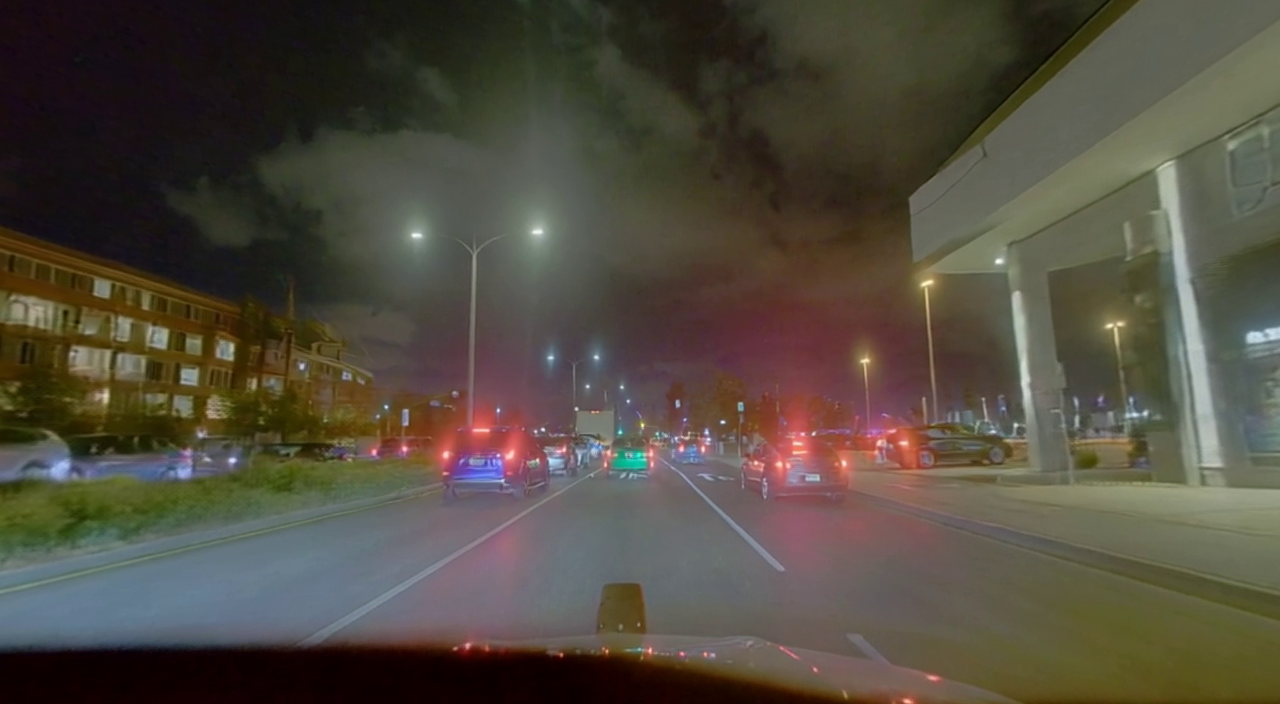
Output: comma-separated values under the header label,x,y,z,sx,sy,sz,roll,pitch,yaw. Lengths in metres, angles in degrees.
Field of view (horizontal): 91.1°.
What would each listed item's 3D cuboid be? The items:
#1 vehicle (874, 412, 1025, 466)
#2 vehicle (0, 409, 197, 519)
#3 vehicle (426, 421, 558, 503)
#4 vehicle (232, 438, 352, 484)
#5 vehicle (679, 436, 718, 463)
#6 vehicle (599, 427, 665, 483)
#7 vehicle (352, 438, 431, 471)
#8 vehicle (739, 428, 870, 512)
label,x,y,z,sx,sy,sz,roll,pitch,yaw
vehicle,12.420,3.544,25.460,4.991,1.978,2.090,-8,-12,43
vehicle,-12.292,2.243,12.861,2.245,1.908,5.613,0,-8,1
vehicle,-3.399,2.634,15.428,2.047,1.710,4.314,0,-8,2
vehicle,-12.380,3.889,22.712,1.843,1.509,4.301,0,-8,1
vehicle,3.352,5.678,36.671,1.948,1.475,4.093,0,-8,0
vehicle,-0.201,3.483,21.484,2.022,1.700,4.084,0,-8,1
vehicle,-12.180,5.055,31.136,1.924,1.511,4.640,0,-8,1
vehicle,3.411,2.516,13.824,1.847,1.554,3.885,0,-8,1
